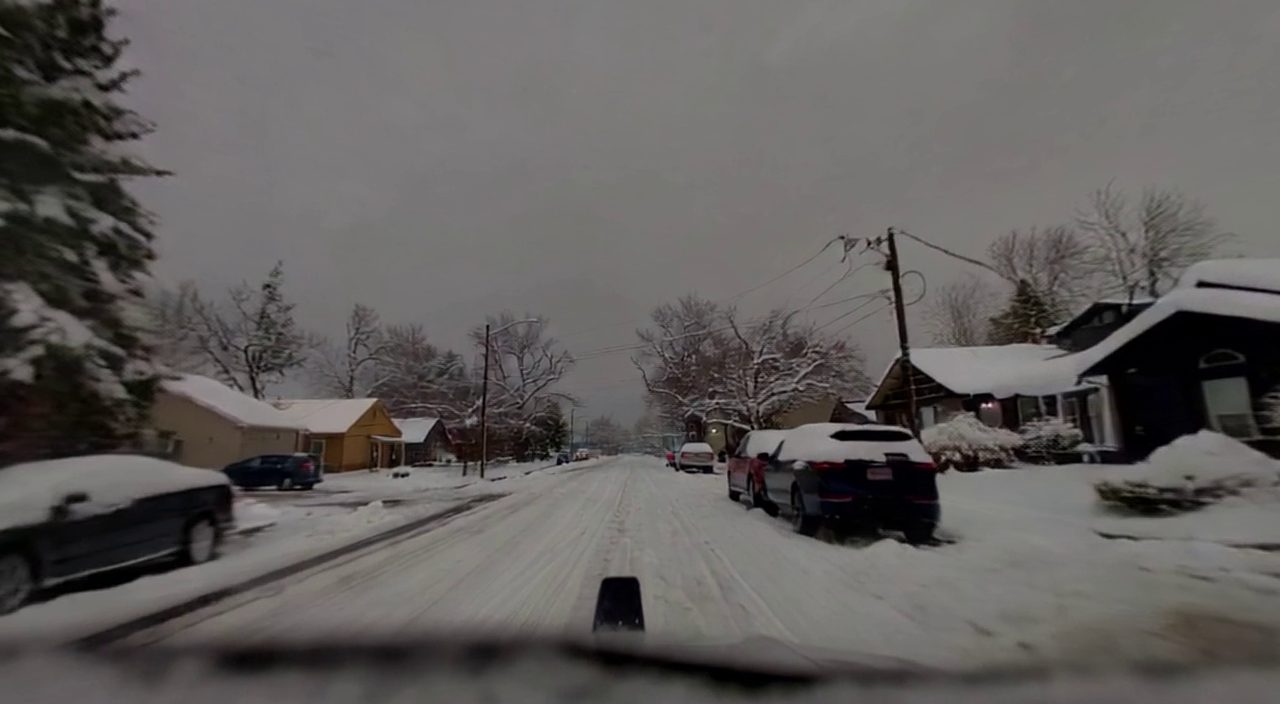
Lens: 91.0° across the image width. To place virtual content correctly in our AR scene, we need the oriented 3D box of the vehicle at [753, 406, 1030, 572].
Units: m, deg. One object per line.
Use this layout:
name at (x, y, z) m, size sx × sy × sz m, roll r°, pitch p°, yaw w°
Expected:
vehicle at (3.290, 1.922, 9.671) m, size 2.262 × 1.870 × 4.948 m, roll 0°, pitch -9°, yaw 1°

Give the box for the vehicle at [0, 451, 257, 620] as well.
vehicle at (-6.716, 1.891, 6.941) m, size 2.071 × 1.481 × 4.425 m, roll 0°, pitch -11°, yaw 2°

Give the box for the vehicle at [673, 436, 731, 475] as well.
vehicle at (3.744, 6.472, 39.570) m, size 2.952 × 2.216 × 7.033 m, roll 0°, pitch -8°, yaw 0°

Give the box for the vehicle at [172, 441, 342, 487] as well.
vehicle at (-13.545, 3.964, 22.493) m, size 4.700 × 1.549 × 2.000 m, roll 0°, pitch -9°, yaw 0°
